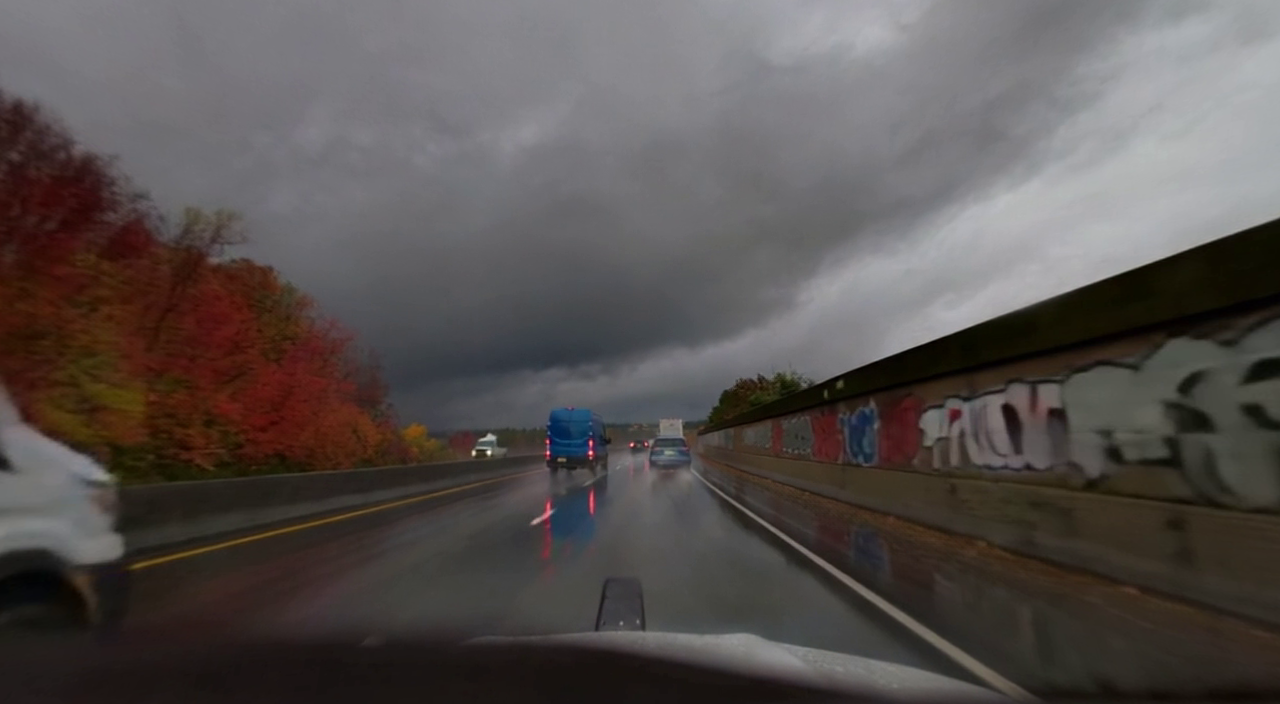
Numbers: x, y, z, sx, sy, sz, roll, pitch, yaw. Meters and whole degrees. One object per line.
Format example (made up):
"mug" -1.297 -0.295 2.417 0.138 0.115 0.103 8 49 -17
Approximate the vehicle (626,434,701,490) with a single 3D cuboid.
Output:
"vehicle" 0.681 3.296 19.229 2.071 1.487 3.948 0 -8 1

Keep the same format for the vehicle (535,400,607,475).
"vehicle" -2.688 3.533 26.034 2.334 2.769 5.087 0 -8 0
